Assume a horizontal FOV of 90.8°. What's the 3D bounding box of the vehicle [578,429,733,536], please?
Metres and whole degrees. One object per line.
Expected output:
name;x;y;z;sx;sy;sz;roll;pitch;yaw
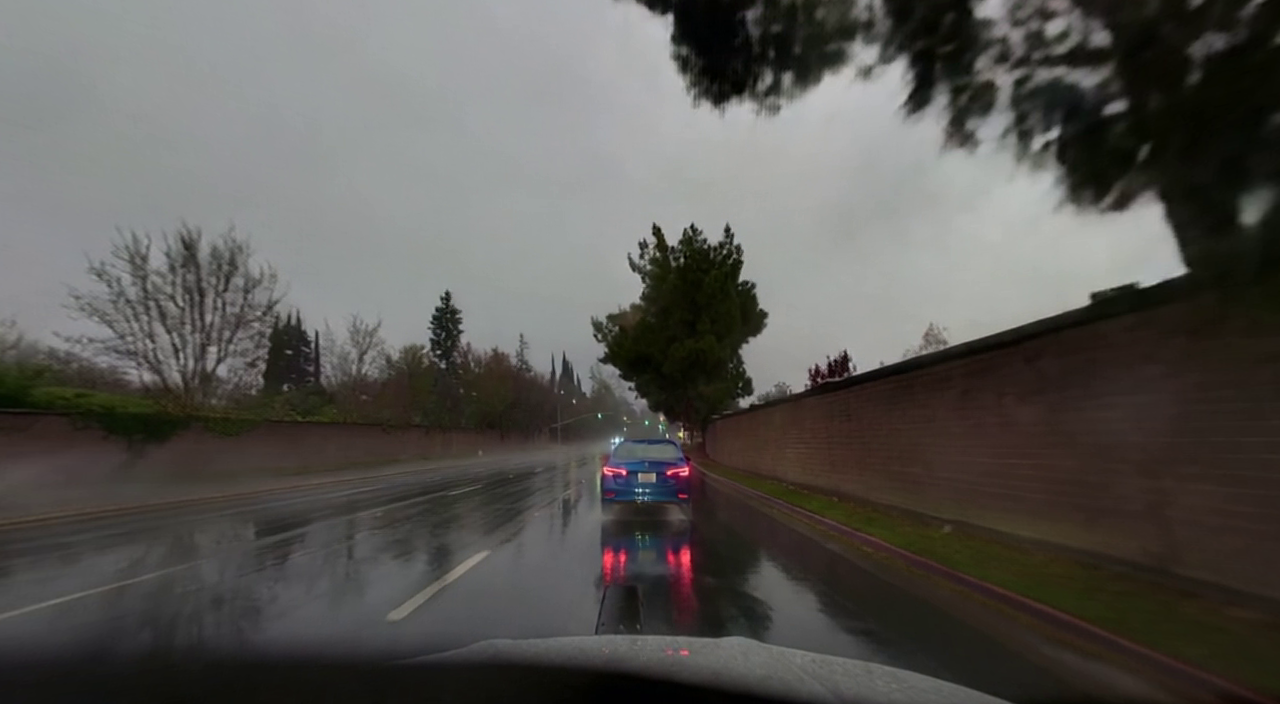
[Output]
vehicle;0.195;2.184;11.235;2.205;1.509;4.272;0;-8;-1
